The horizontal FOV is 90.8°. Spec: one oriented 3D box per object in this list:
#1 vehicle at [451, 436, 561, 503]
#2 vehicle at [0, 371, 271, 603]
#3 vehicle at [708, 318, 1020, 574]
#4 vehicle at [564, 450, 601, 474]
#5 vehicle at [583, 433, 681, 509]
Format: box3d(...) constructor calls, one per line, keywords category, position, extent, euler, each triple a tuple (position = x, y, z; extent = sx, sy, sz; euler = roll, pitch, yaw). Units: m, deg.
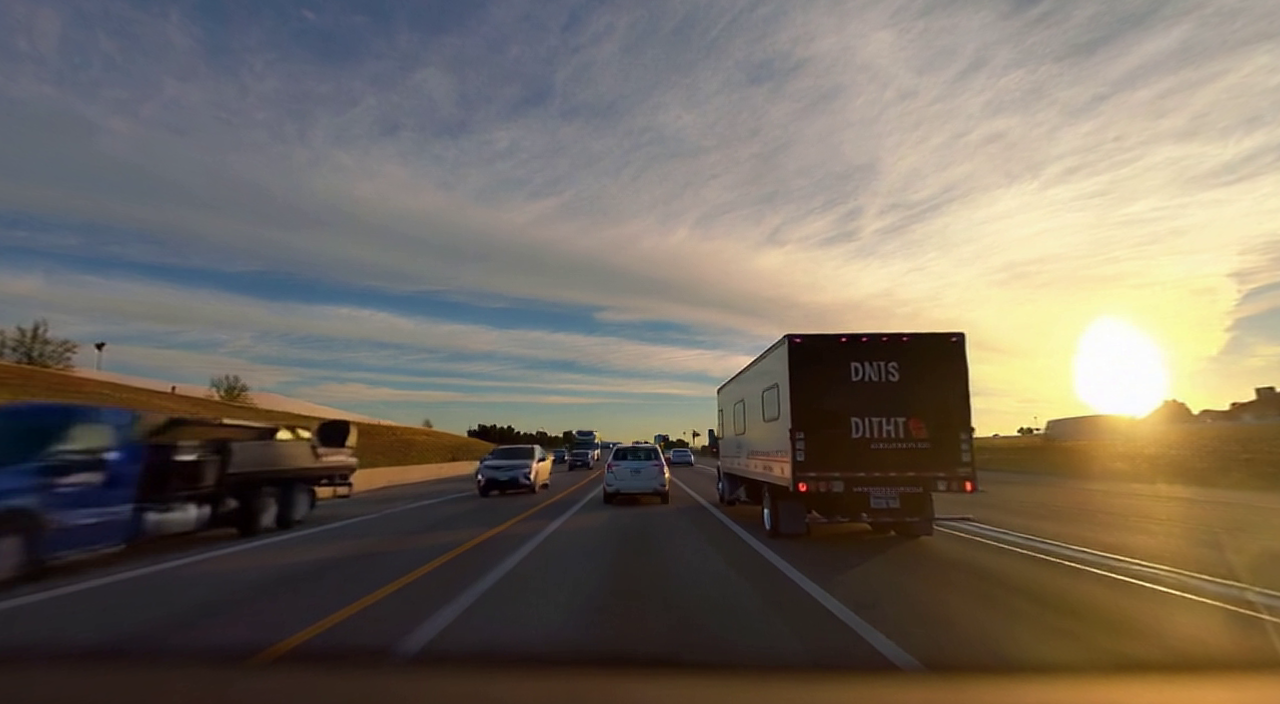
box3d(category="vehicle", position=(-3.685, 3.331, 18.250), extent=(2.098, 1.659, 4.432), euler=(0, -9, 1))
box3d(category="vehicle", position=(-6.901, 1.483, 7.364), extent=(2.155, 2.087, 4.882), euler=(0, -9, 1))
box3d(category="vehicle", position=(2.951, 1.596, 10.945), extent=(2.533, 2.942, 7.280), euler=(0, -9, -1))
box3d(category="vehicle", position=(-3.641, 7.042, 40.652), extent=(1.933, 1.465, 3.898), euler=(0, -9, 2))
box3d(category="vehicle", position=(-0.161, 3.018, 16.404), extent=(2.201, 1.719, 4.058), euler=(0, -9, 1))
